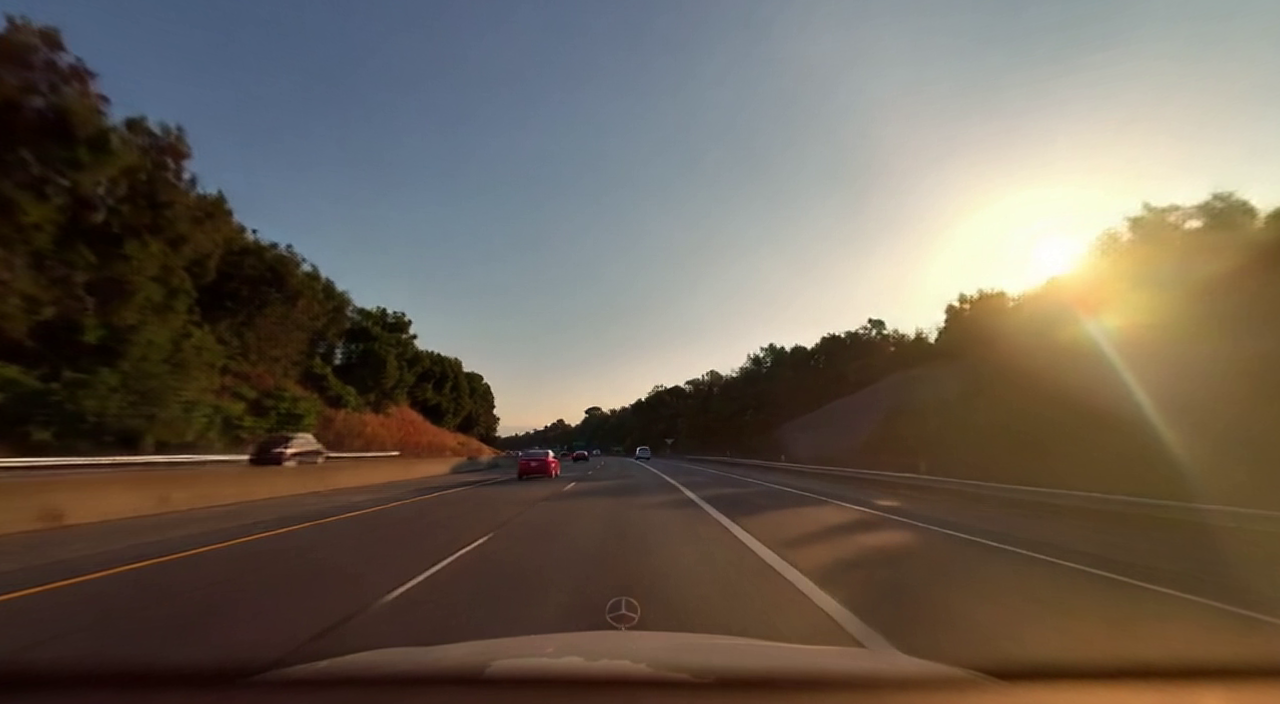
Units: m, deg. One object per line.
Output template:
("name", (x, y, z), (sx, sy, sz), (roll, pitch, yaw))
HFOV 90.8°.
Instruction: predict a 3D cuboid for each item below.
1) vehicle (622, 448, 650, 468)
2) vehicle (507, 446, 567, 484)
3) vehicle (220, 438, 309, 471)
("vehicle", (-0.325, 7.989, 47.733), (2.031, 1.483, 3.417), (0, -9, -2))
("vehicle", (-4.464, 4.962, 28.085), (1.957, 1.499, 4.965), (0, -9, -1))
("vehicle", (-18.248, 5.005, 30.877), (1.836, 1.491, 4.176), (0, -9, -1))
